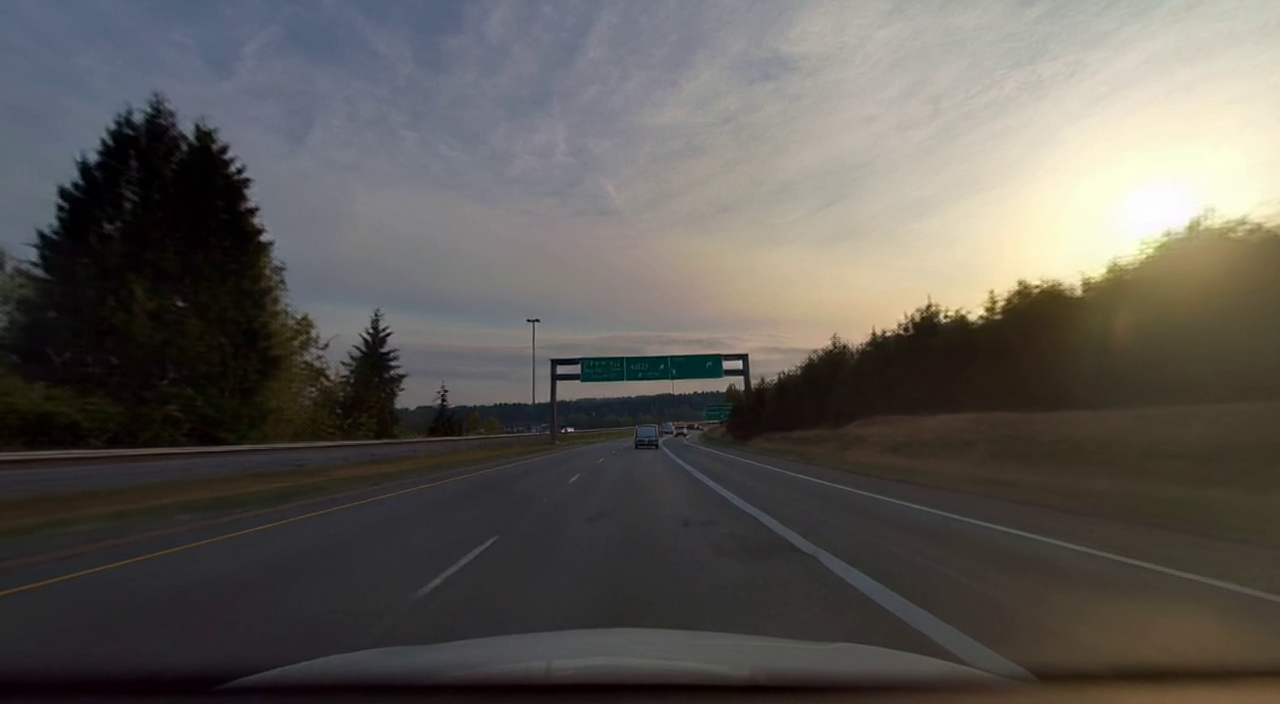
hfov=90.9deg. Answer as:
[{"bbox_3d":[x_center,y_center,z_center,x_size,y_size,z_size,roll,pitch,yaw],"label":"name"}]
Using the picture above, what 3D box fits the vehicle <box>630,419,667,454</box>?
[{"bbox_3d":[0.577,5.909,44.098,2.450,2.314,4.753,0,-8,1],"label":"vehicle"}]
